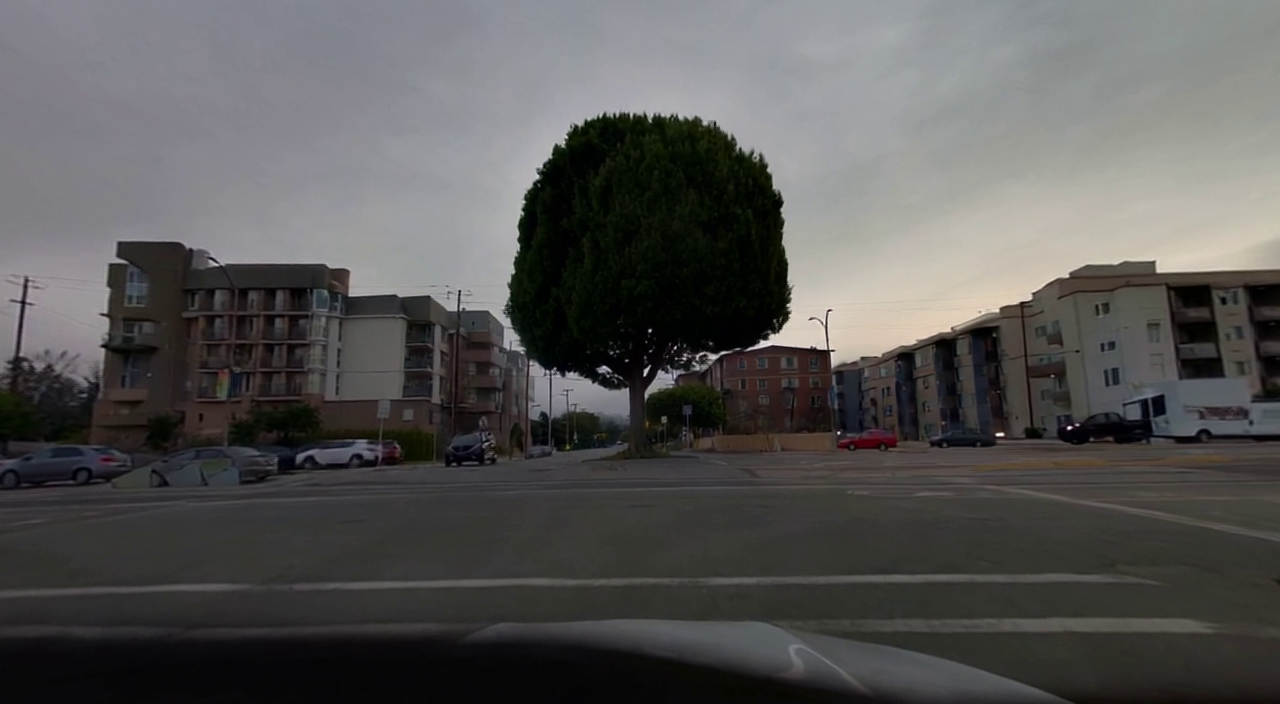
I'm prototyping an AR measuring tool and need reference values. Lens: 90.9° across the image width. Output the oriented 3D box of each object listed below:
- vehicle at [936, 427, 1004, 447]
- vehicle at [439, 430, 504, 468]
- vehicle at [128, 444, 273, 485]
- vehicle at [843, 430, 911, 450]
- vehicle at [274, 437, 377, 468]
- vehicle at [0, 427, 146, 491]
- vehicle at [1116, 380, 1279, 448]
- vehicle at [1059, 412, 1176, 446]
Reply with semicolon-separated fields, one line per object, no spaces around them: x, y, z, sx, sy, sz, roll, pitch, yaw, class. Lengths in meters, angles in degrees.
26.083;6.741;49.855;4.323;1.507;1.896;0;-9;-3;vehicle
-8.213;4.825;31.244;2.156;1.620;4.945;3;-9;-4;vehicle
-16.282;4.170;23.461;4.233;1.432;1.755;-1;-9;6;vehicle
18.550;6.903;49.491;4.528;1.458;1.939;1;-7;-4;vehicle
-17.237;5.536;34.786;2.010;1.583;4.582;-6;-11;34;vehicle
-21.446;4.045;23.919;3.506;2.261;2.158;-1;-9;5;vehicle
33.607;3.548;35.906;10.986;3.604;2.707;0;-8;-5;vehicle
29.454;4.774;39.017;5.277;2.032;2.408;0;-7;-2;vehicle
